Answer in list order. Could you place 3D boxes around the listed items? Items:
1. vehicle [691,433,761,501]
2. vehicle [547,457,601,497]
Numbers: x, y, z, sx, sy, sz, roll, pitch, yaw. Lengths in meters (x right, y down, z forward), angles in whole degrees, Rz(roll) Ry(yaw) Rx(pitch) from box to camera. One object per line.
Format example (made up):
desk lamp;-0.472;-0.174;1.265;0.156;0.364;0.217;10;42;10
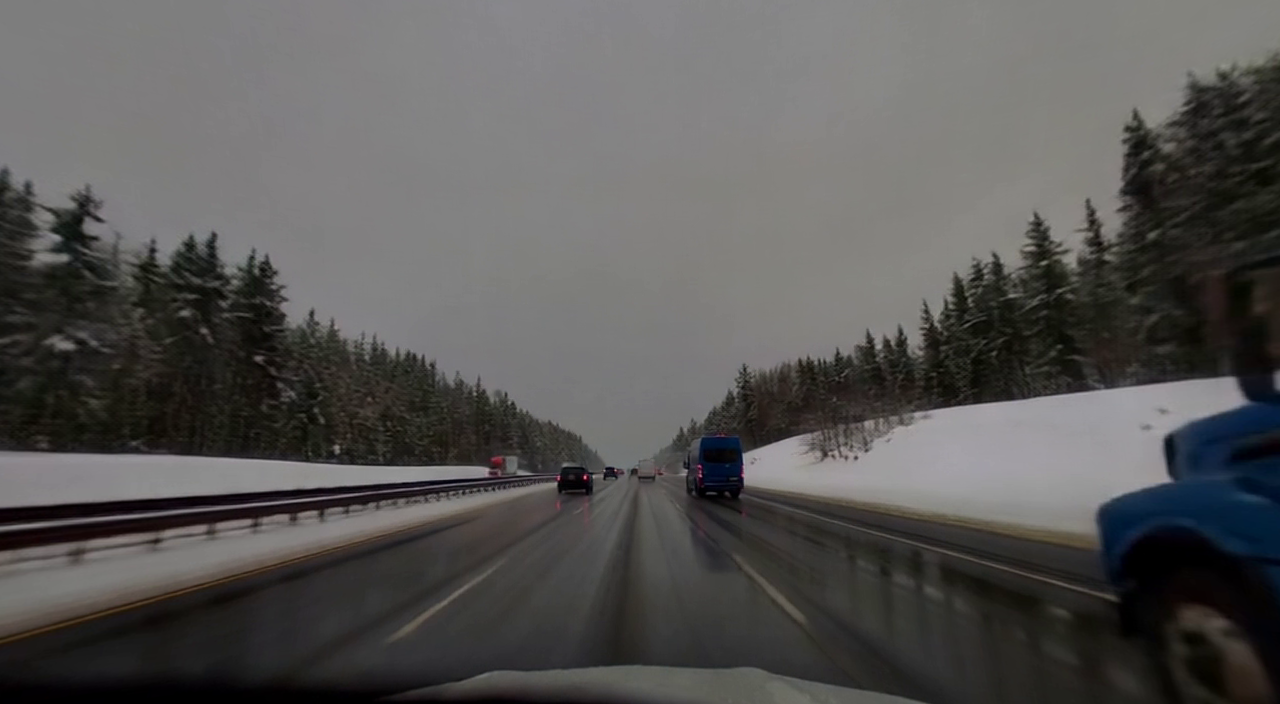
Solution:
vehicle;4.078;5.665;31.090;2.703;2.988;5.097;1;-11;0
vehicle;-3.311;6.459;32.621;2.204;1.852;4.661;1;-11;0
